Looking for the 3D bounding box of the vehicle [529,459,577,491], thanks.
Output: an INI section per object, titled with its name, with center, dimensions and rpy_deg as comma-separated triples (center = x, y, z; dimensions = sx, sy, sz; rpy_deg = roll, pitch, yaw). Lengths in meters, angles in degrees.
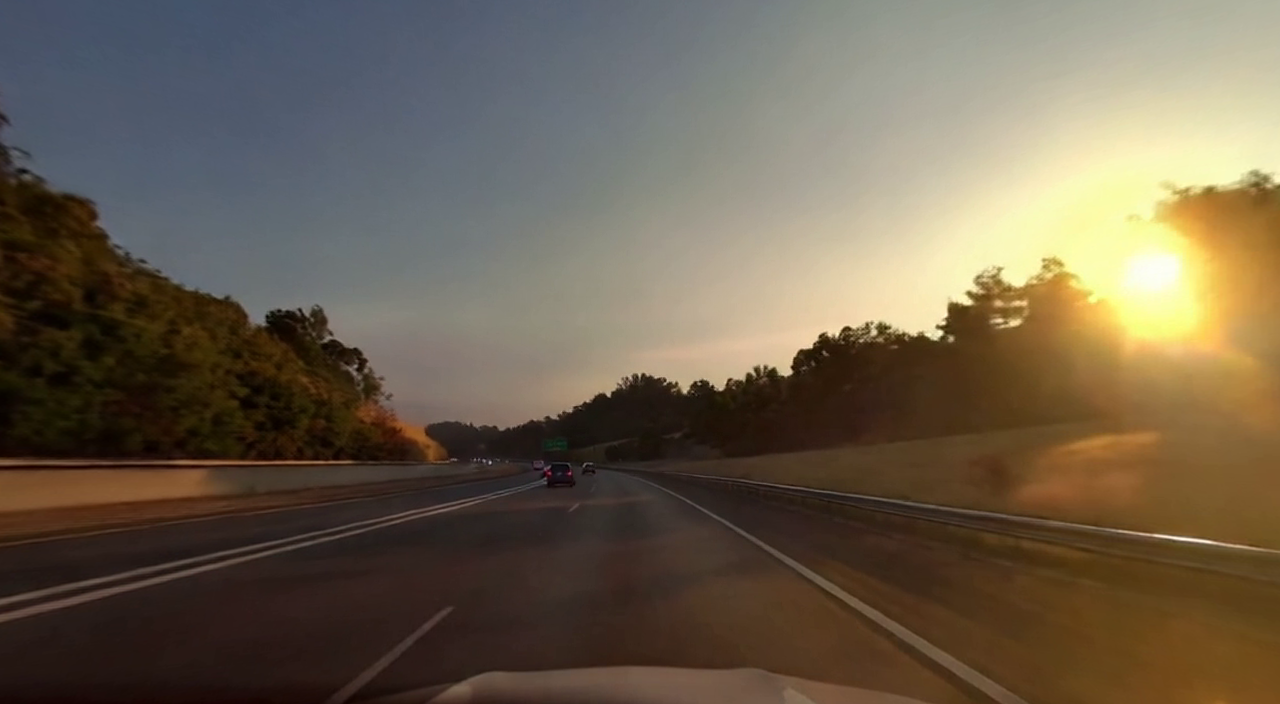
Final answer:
[vehicle]
center = -4.628, 6.669, 34.342
dimensions = 2.115, 1.546, 4.638
rpy_deg = 1, -10, -2
